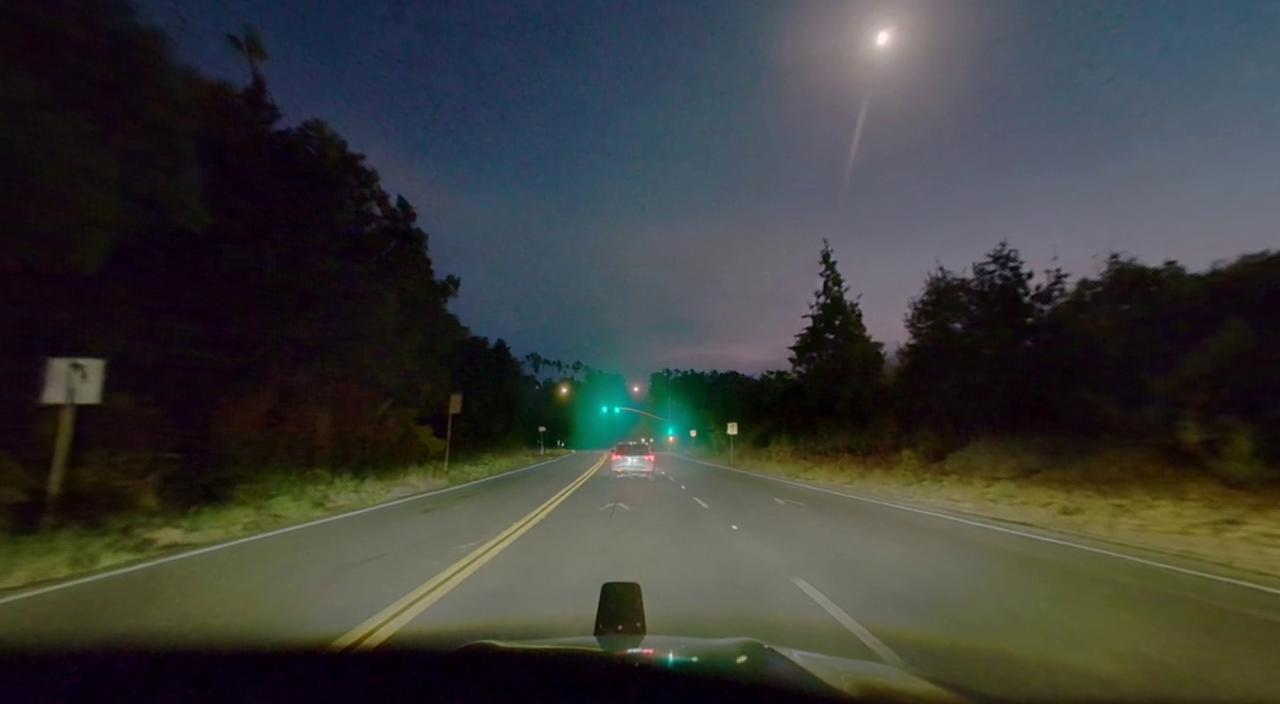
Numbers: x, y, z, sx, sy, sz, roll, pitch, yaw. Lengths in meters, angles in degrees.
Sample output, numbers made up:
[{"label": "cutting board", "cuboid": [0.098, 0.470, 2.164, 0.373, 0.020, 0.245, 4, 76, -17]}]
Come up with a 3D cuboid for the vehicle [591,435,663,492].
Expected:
[{"label": "vehicle", "cuboid": [-0.412, 3.474, 19.877, 2.037, 1.601, 3.643, 0, -9, -1]}]
